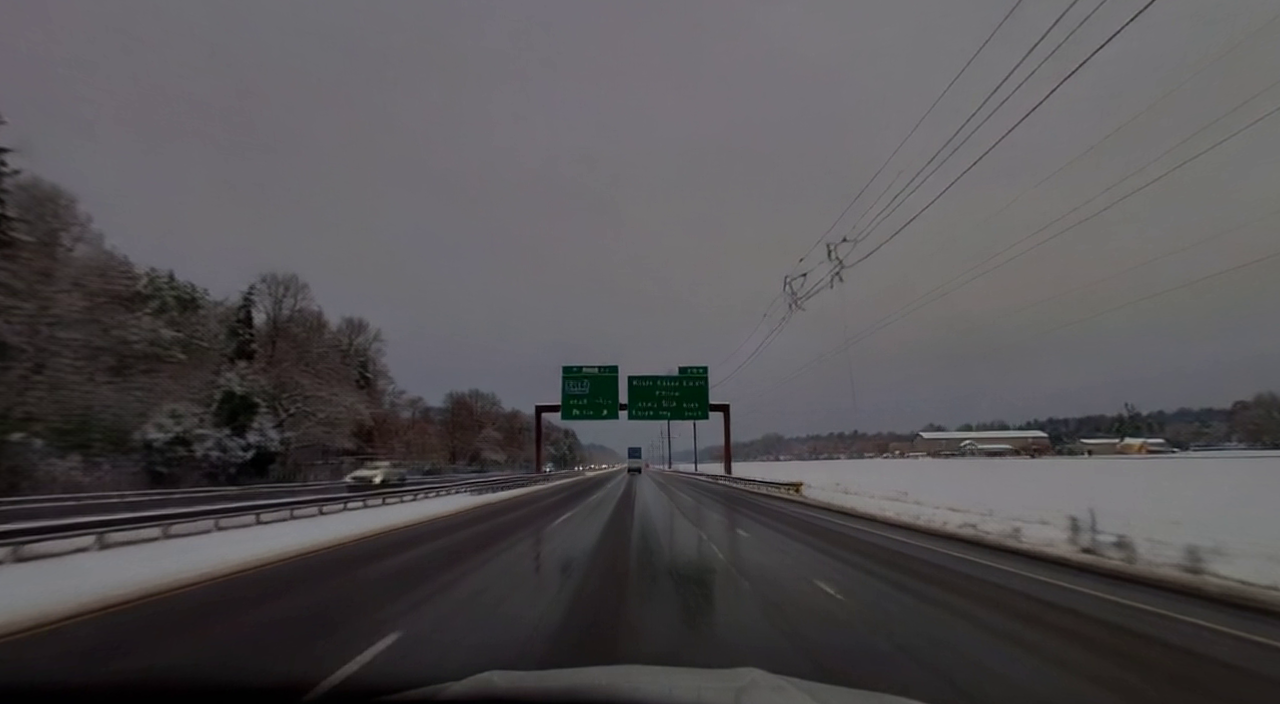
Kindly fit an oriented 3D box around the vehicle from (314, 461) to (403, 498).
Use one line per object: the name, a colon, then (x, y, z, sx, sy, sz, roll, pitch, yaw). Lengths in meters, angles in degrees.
vehicle: (-12.038, 5.478, 27.279, 1.908, 1.412, 4.119, 1, -10, 0)
